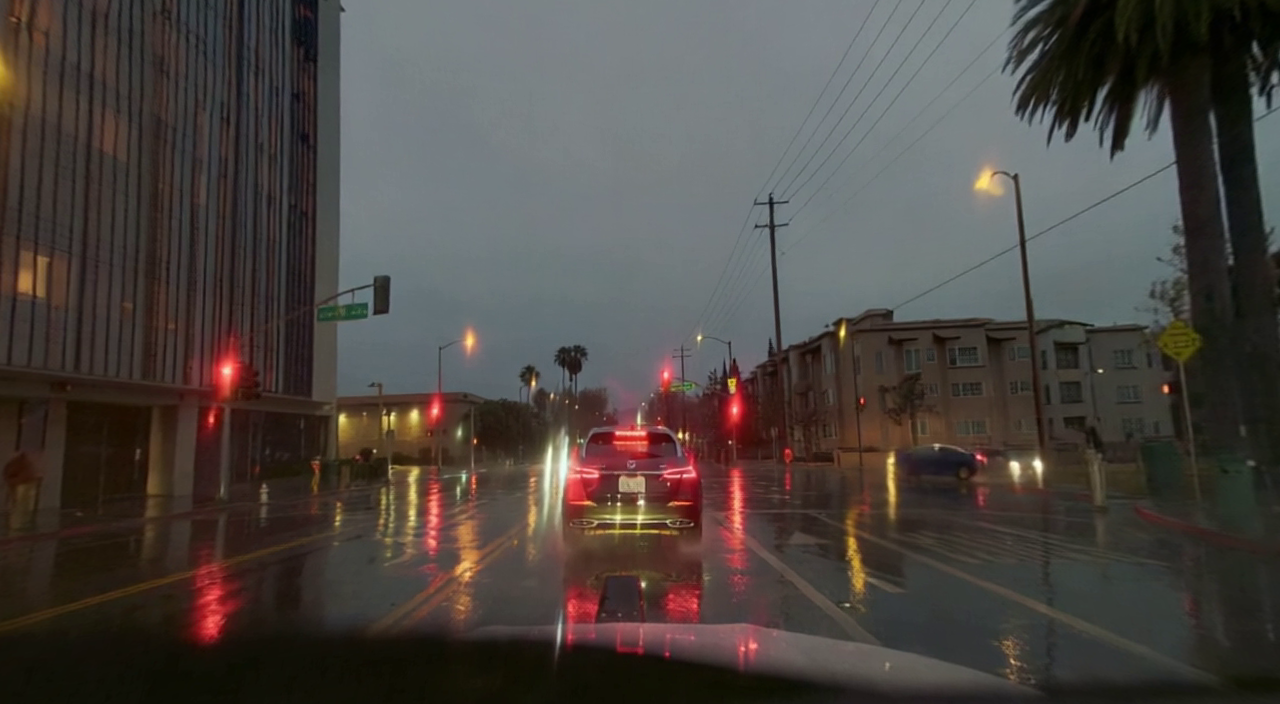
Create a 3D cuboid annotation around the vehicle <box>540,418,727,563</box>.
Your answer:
[{"bbox_3d":[-0.082,1.873,9.220,2.144,1.643,3.770,0,-8,0],"label":"vehicle"}]

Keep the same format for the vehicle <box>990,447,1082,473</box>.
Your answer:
[{"bbox_3d":[24.220,6.603,38.693,4.417,1.462,1.761,0,-8,-1],"label":"vehicle"}]

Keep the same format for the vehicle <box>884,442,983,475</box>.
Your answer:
[{"bbox_3d":[16.160,5.879,34.988,4.494,1.704,1.976,-1,-9,7],"label":"vehicle"}]

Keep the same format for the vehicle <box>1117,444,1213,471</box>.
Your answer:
[{"bbox_3d":[32.148,6.462,38.771,4.234,1.613,1.812,0,-8,-1],"label":"vehicle"}]

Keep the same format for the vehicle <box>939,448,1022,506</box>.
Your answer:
[{"bbox_3d":[10.942,3.878,20.188,2.004,1.593,4.118,-5,-10,30],"label":"vehicle"}]
